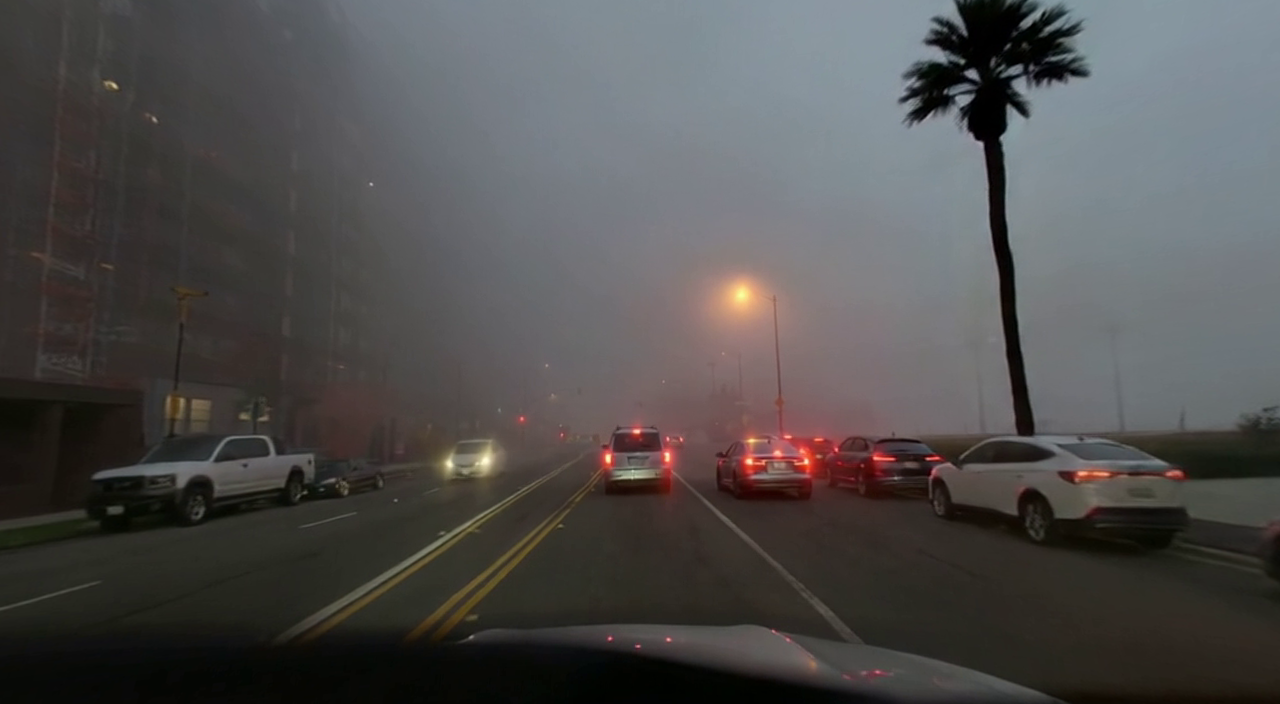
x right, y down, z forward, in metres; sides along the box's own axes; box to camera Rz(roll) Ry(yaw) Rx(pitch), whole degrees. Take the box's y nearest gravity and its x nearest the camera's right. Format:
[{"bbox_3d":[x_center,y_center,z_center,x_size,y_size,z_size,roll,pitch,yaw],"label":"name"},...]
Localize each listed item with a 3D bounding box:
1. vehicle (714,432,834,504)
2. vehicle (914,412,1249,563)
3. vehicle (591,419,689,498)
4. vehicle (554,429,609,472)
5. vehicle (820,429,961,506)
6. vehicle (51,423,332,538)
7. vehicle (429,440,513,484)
[{"bbox_3d":[3.079,2.753,15.393,1.999,1.487,3.939,0,-8,-1],"label":"vehicle"},{"bbox_3d":[6.336,1.971,9.952,1.886,1.792,4.525,0,-8,-1],"label":"vehicle"},{"bbox_3d":[-0.009,2.788,16.821,2.264,1.798,4.258,0,-8,0],"label":"vehicle"},{"bbox_3d":[-2.660,4.648,29.954,2.180,1.879,4.452,0,-8,0],"label":"vehicle"},{"bbox_3d":[6.155,2.830,16.125,1.819,1.672,4.139,0,-7,-1],"label":"vehicle"},{"bbox_3d":[-10.024,2.975,15.061,2.294,1.948,6.025,-6,-10,0],"label":"vehicle"},{"bbox_3d":[-6.264,4.126,23.971,2.020,1.486,4.363,0,-8,0],"label":"vehicle"}]
